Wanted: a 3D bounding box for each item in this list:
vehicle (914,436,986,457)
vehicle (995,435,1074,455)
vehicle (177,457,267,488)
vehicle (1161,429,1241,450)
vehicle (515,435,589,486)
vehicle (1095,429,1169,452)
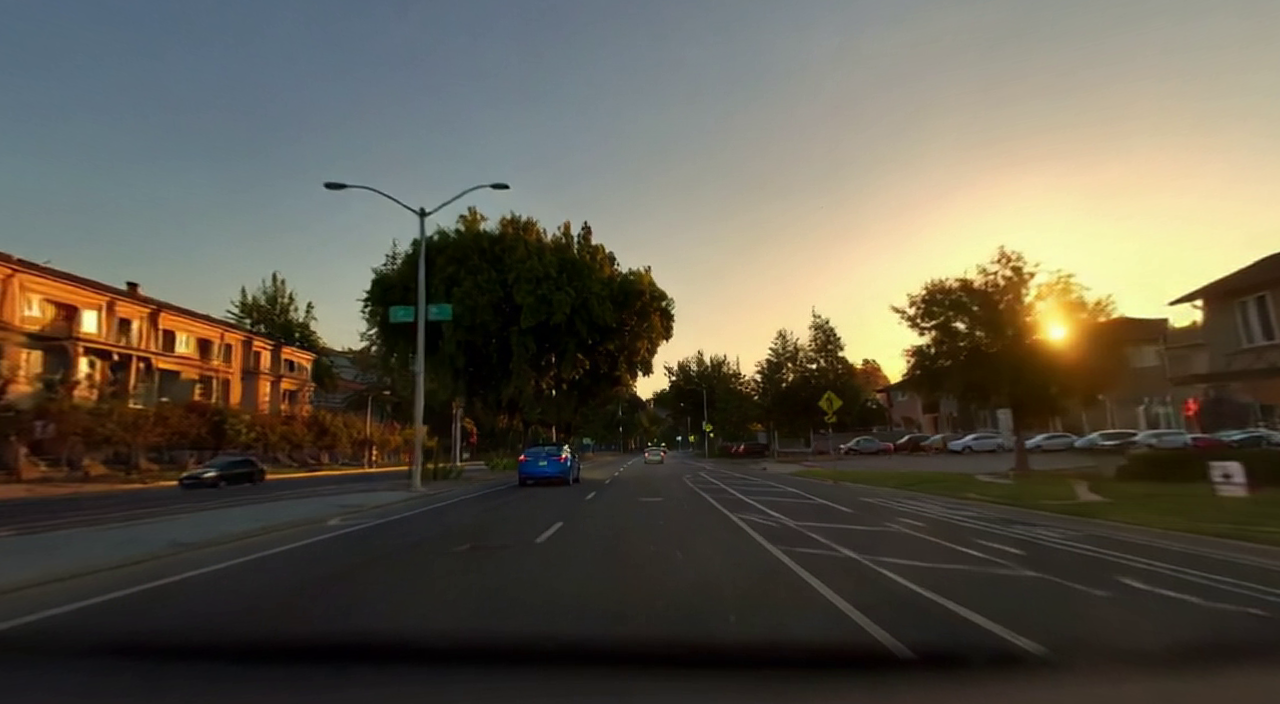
[{"bbox_3d":[22.852,6.980,46.558,4.325,1.534,1.876,0,-9,0],"label":"vehicle"},{"bbox_3d":[29.016,6.868,46.430,4.479,1.470,1.823,-1,-9,2],"label":"vehicle"},{"bbox_3d":[-22.187,6.385,33.677,1.848,1.498,4.270,0,-9,1],"label":"vehicle"},{"bbox_3d":[41.478,6.488,46.637,4.166,1.495,1.732,0,-10,0],"label":"vehicle"},{"bbox_3d":[-3.317,4.214,24.722,2.150,1.812,4.423,0,-9,2],"label":"vehicle"},{"bbox_3d":[36.510,6.564,46.846,4.045,1.426,1.701,-2,-5,1],"label":"vehicle"}]
